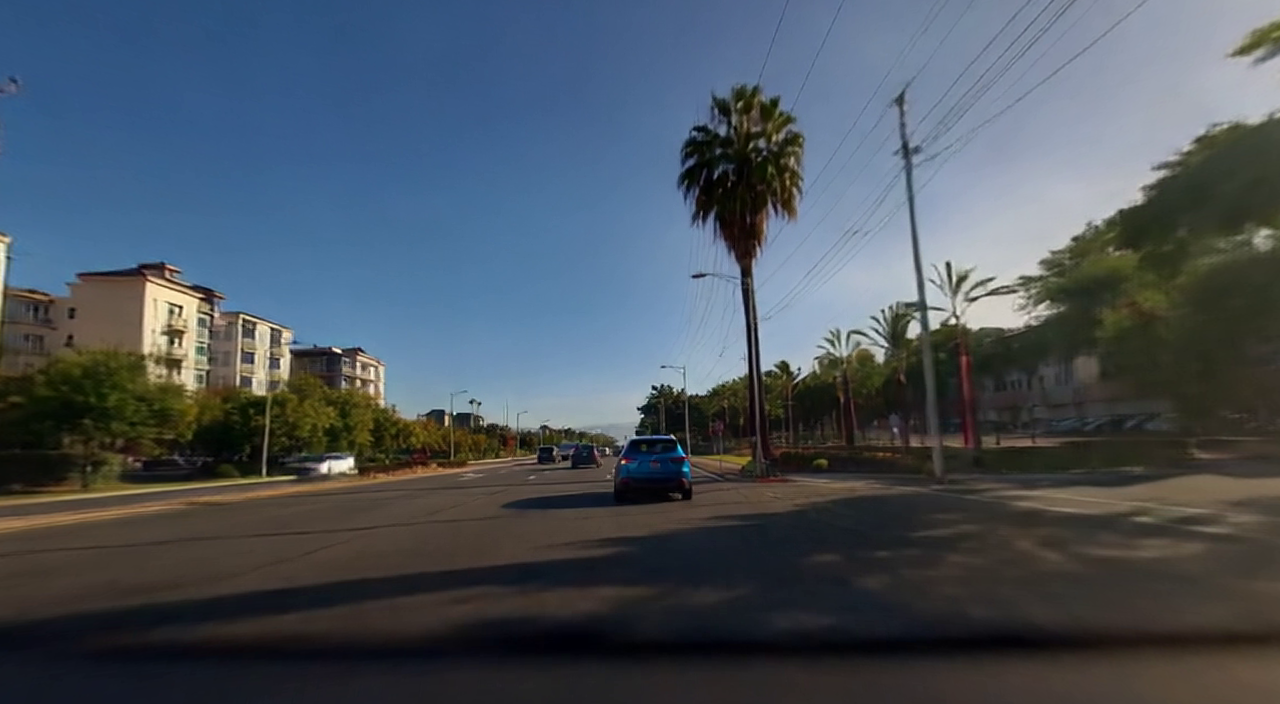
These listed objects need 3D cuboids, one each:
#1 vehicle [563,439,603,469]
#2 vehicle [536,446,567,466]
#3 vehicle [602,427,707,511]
[{"bbox_3d":[-3.721,6.751,41.839,2.169,1.796,4.821,0,-9,1],"label":"vehicle"},{"bbox_3d":[-6.959,8.214,49.978,1.910,1.484,3.980,0,-9,0],"label":"vehicle"},{"bbox_3d":[0.242,2.757,15.269,2.198,1.706,4.166,0,-9,-2],"label":"vehicle"}]
